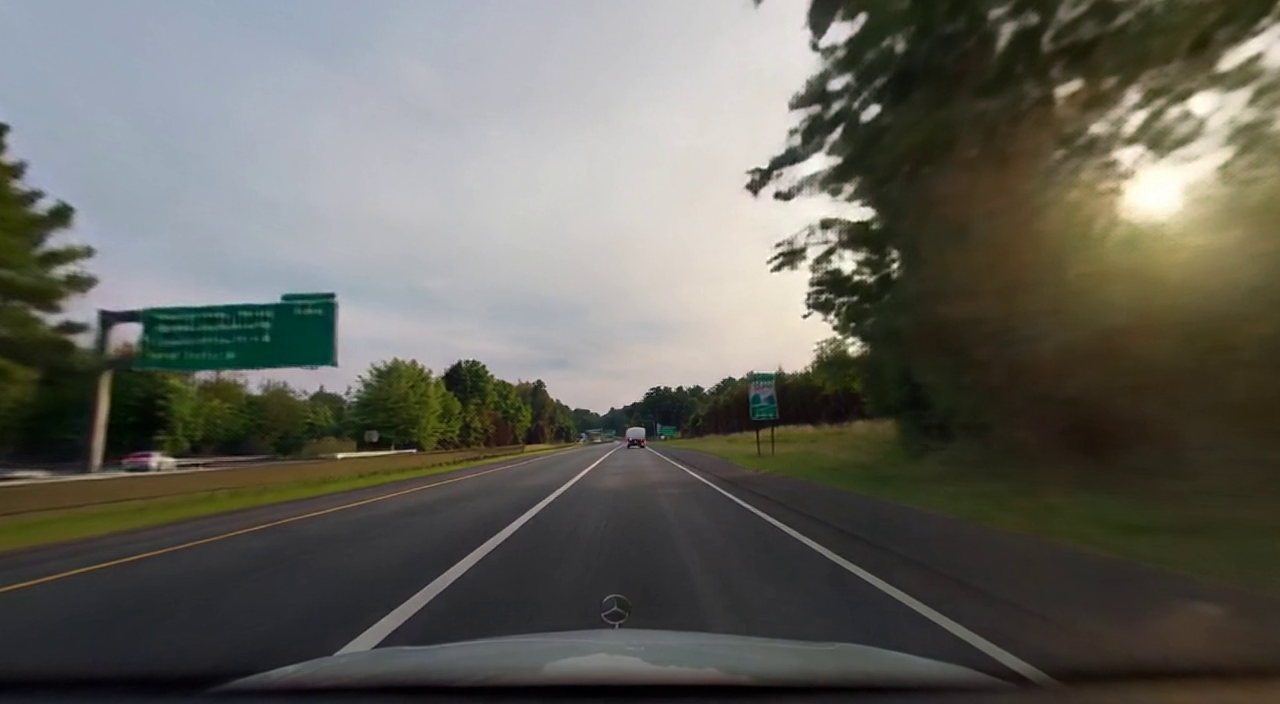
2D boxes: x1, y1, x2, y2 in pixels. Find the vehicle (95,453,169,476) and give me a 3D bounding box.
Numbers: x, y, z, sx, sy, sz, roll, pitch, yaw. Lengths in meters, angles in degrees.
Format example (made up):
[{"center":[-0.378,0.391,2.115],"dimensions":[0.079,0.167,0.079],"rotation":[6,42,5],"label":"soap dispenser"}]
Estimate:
[{"center":[-38.004,8.402,47.250],"dimensions":[1.758,1.468,4.105],"rotation":[-1,-8,9],"label":"vehicle"}]
